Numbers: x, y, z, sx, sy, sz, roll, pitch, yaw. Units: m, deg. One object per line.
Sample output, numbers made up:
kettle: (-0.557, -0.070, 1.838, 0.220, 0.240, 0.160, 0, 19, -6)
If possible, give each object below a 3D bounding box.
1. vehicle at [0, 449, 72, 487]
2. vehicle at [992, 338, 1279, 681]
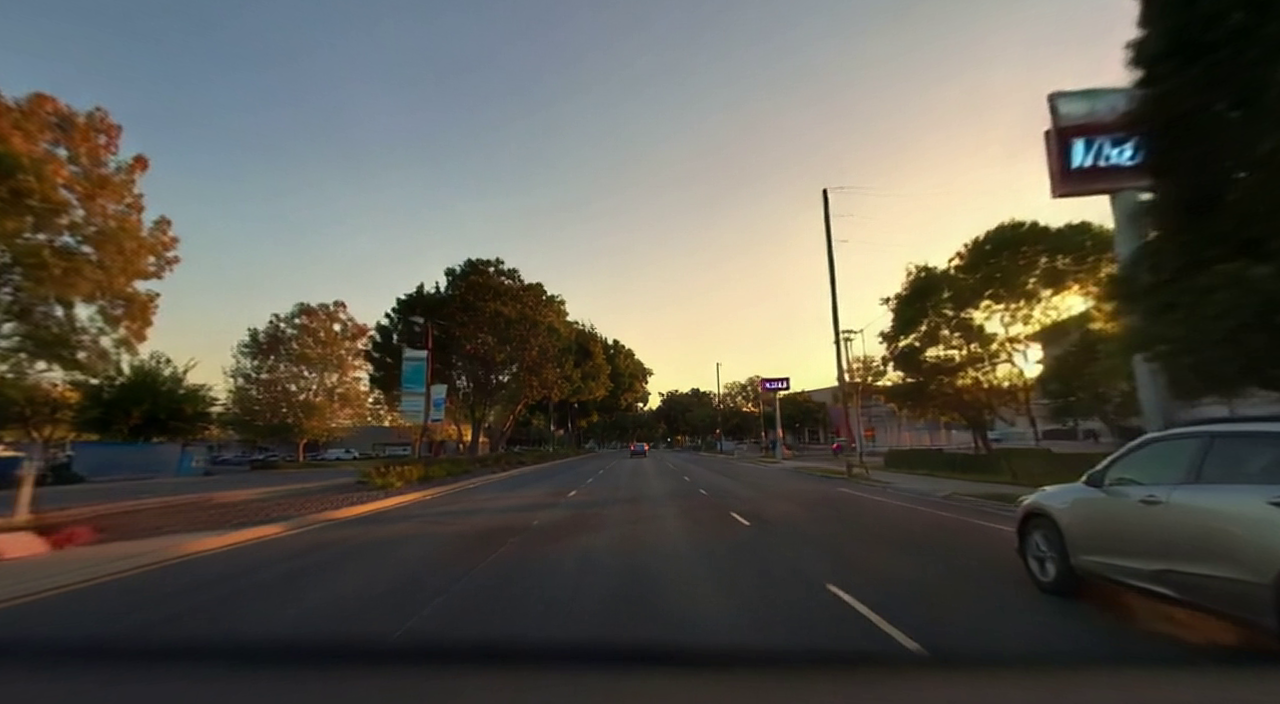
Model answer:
vehicle: (-29.313, 5.494, 30.343, 1.814, 1.653, 4.409, 4, -9, -27)
vehicle: (4.782, 0.949, 3.910, 2.185, 1.956, 5.128, 0, -8, 0)
